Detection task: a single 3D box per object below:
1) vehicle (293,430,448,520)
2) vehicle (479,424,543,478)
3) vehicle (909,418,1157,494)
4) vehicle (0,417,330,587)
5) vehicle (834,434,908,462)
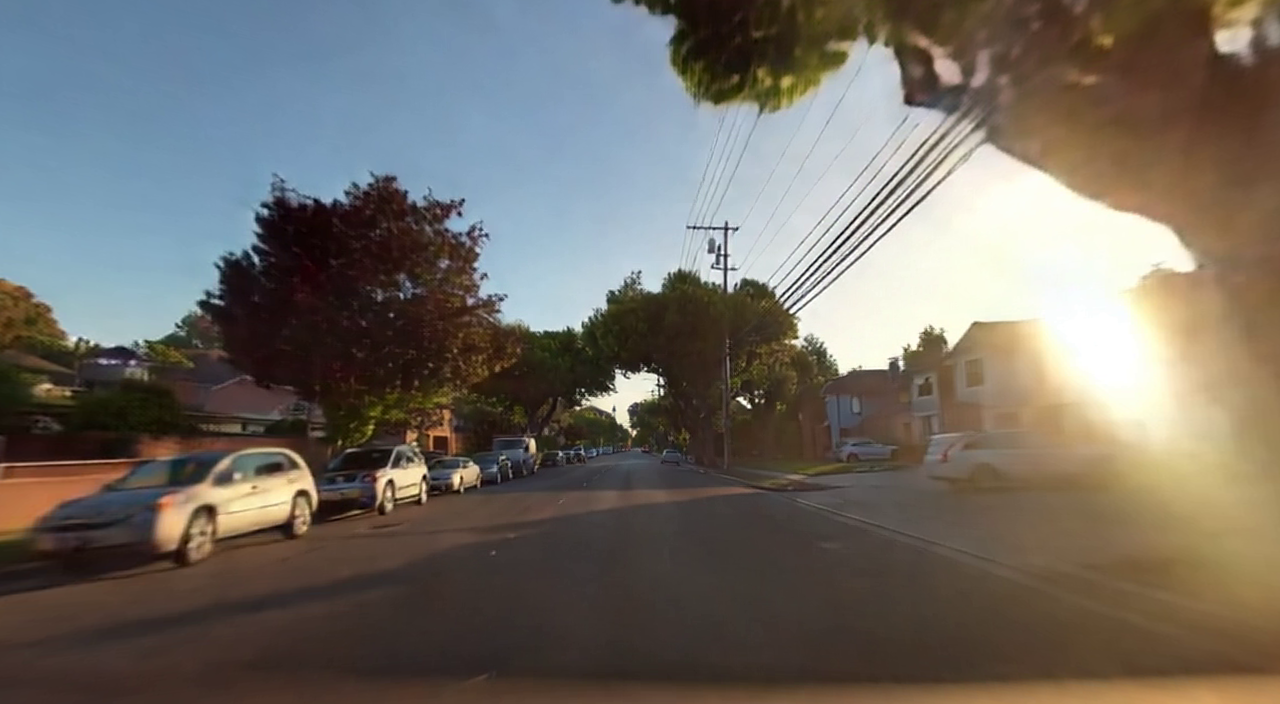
[{"bbox_3d":[-6.478,3.036,15.899,1.941,1.832,4.666,-2,-10,-1],"label":"vehicle"},{"bbox_3d":[-7.009,5.509,35.100,2.439,2.724,5.647,-1,-9,-1],"label":"vehicle"},{"bbox_3d":[9.819,2.627,16.097,4.979,1.769,1.943,0,-8,-1],"label":"vehicle"},{"bbox_3d":[-6.645,2.005,9.212,1.922,1.801,4.516,-2,-9,0],"label":"vehicle"},{"bbox_3d":[15.747,6.619,43.206,4.275,1.645,1.874,-3,-11,0],"label":"vehicle"}]
